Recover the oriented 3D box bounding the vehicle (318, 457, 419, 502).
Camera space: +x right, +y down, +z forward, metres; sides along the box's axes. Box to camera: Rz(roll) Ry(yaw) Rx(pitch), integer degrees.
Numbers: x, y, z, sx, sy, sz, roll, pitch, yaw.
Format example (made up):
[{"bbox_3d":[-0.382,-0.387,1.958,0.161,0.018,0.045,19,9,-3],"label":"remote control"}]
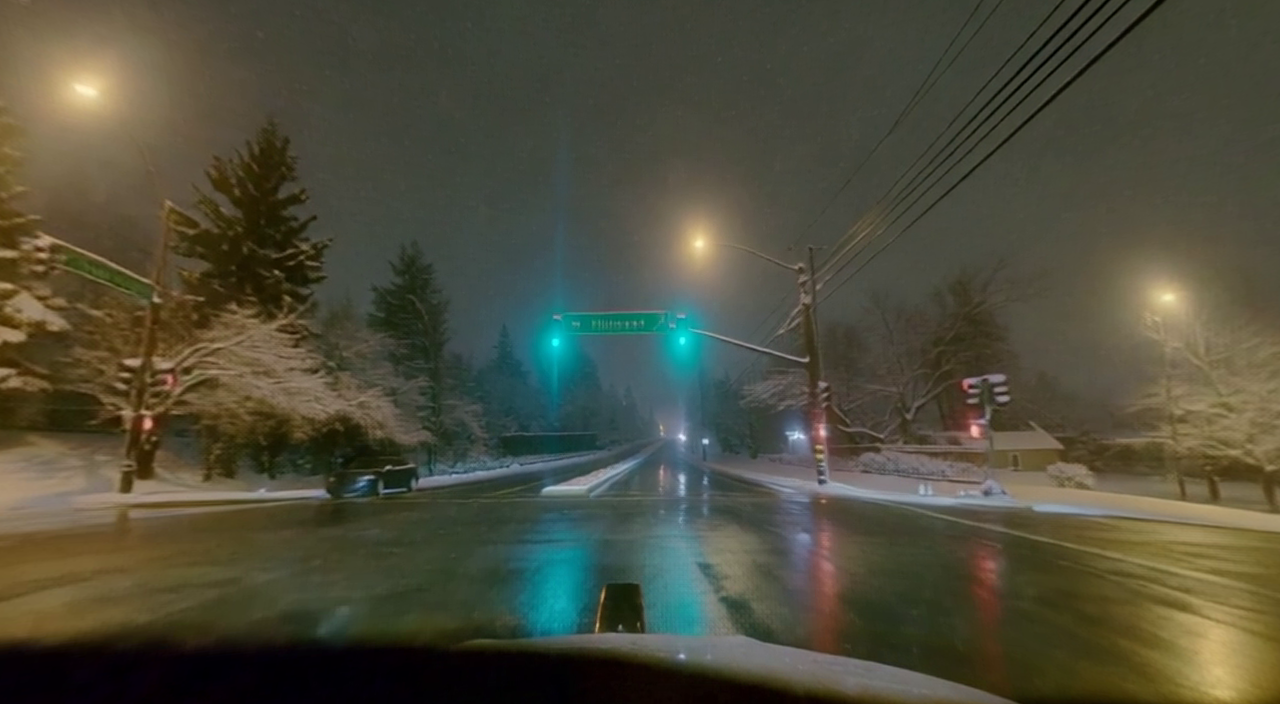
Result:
[{"bbox_3d":[-10.374,4.873,24.546,1.983,1.482,4.190,-1,-9,1],"label":"vehicle"}]
